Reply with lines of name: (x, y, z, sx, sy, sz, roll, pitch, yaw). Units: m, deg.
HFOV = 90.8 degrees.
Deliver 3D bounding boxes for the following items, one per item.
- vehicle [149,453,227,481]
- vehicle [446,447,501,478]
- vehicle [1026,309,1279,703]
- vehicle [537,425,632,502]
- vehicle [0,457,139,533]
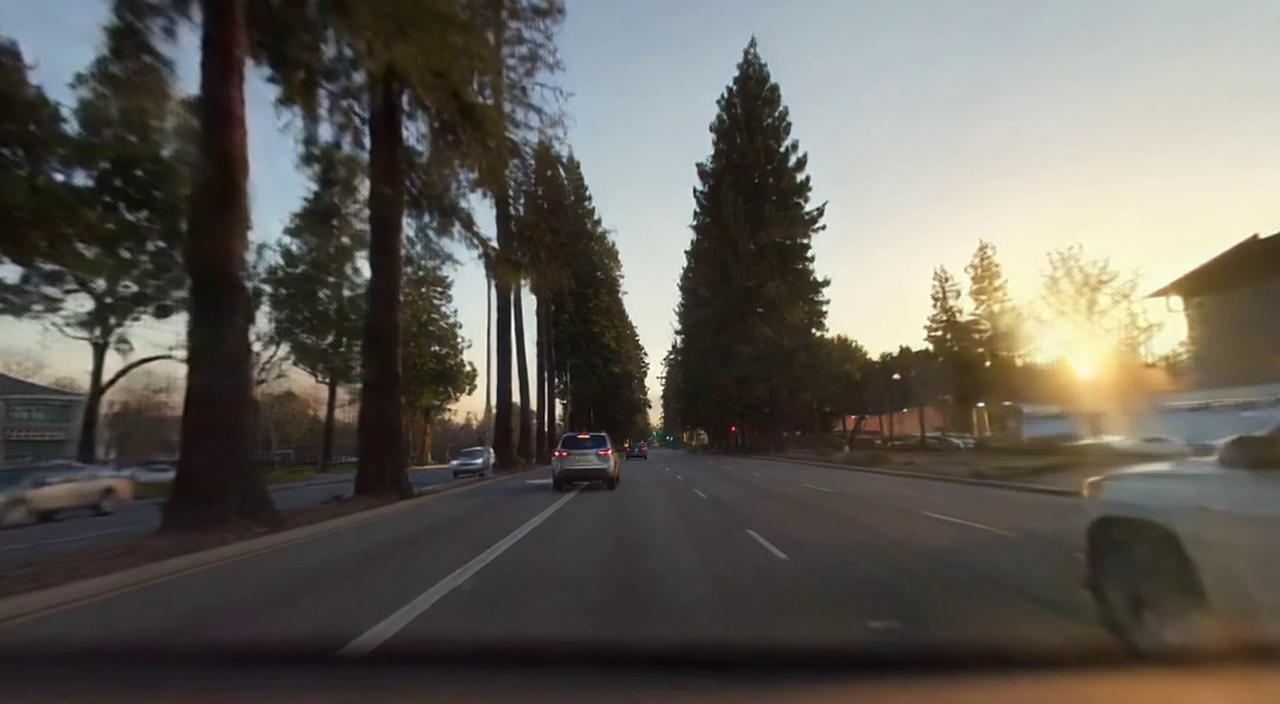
vehicle: (-28.539, 7.252, 39.973, 3.590, 1.477, 1.837, -3, -8, 0)
vehicle: (-9.114, 6.069, 34.964, 2.001, 1.579, 3.930, 0, -8, 0)
vehicle: (3.525, 0.597, 1.488, 2.238, 1.767, 4.563, 0, -8, -1)
vehicle: (-1.498, 3.093, 17.983, 2.300, 1.870, 4.936, 0, -8, -3)
vehicle: (-15.489, 3.533, 16.016, 2.022, 1.615, 4.324, 0, -8, 0)
